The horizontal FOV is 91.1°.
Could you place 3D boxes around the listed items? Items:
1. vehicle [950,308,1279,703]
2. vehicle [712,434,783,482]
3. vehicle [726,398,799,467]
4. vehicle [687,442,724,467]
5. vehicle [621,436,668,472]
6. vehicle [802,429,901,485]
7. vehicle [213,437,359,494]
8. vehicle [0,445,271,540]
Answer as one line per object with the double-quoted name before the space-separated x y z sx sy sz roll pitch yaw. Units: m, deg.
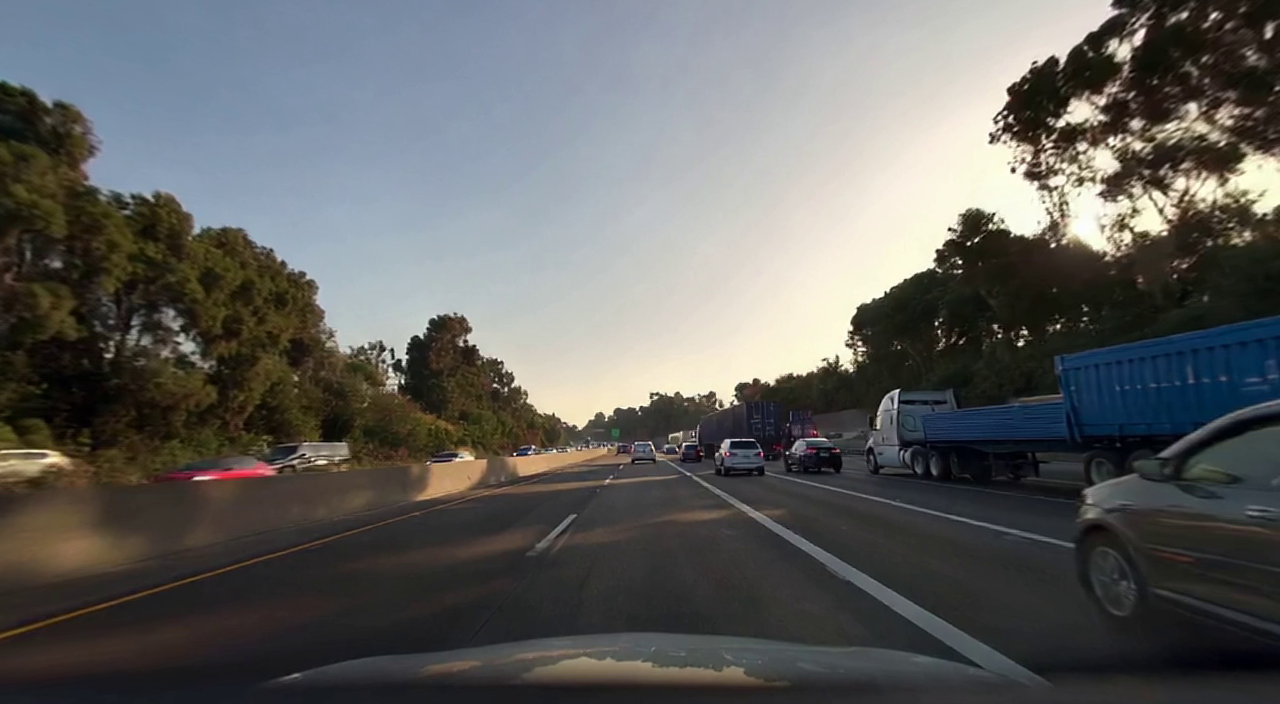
"vehicle" 3.822 0.815 3.104 2.091 1.878 4.920 0 -8 1
"vehicle" 4.077 4.070 24.411 1.972 1.693 4.139 0 -8 -1
"vehicle" 7.838 5.401 41.462 2.784 4.002 9.298 0 -8 -1
"vehicle" 4.078 6.459 39.823 1.888 1.501 4.608 0 -8 0
"vehicle" 0.196 5.333 32.935 2.313 1.736 4.215 0 -8 -1
"vehicle" 7.630 3.828 23.228 1.985 1.835 4.681 0 -8 -1
"vehicle" -13.440 4.310 24.411 2.249 1.925 5.566 0 -8 2
"vehicle" -9.549 2.578 12.256 1.941 1.486 4.360 0 -8 1
